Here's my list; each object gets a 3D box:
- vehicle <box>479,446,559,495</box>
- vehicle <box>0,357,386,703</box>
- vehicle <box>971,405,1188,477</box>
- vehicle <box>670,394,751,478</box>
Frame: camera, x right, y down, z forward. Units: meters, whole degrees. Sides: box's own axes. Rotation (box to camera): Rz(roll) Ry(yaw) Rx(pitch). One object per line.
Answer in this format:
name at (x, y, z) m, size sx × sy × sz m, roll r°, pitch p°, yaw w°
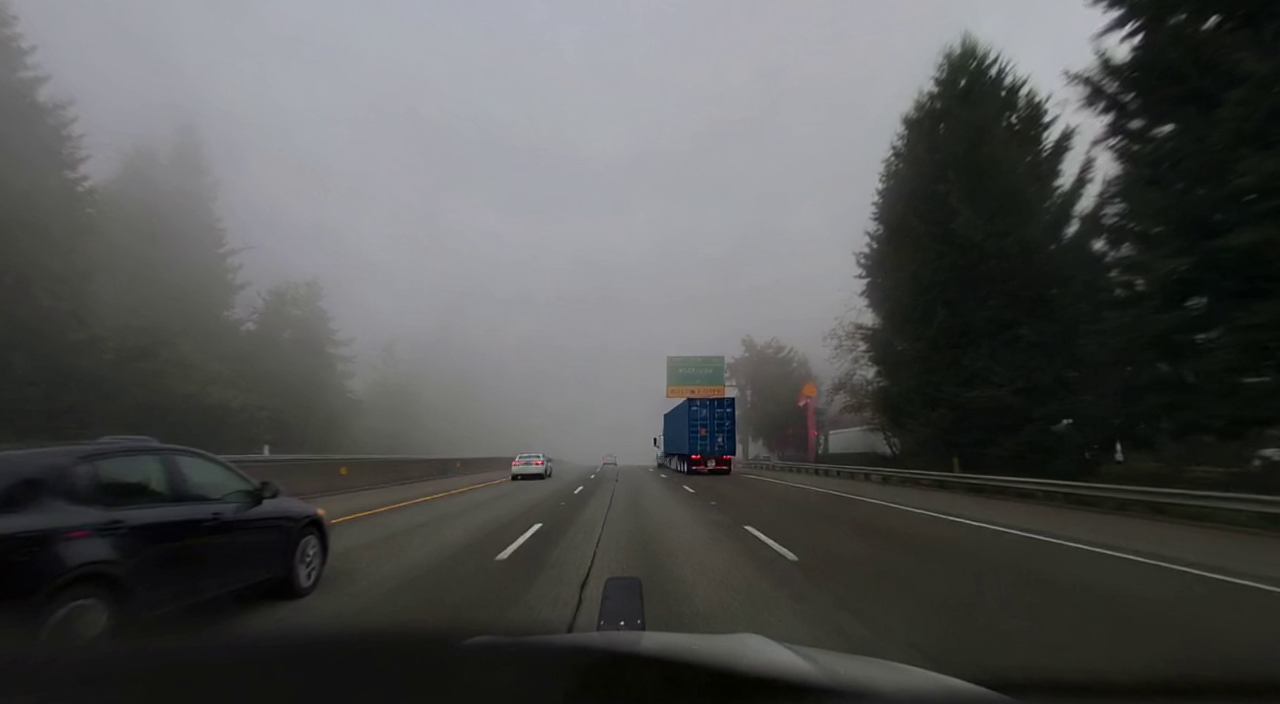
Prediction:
vehicle at (-4.099, 4.058, 21.967) m, size 2.063 × 1.532 × 3.763 m, roll 0°, pitch -9°, yaw -1°
vehicle at (-3.723, 1.044, 3.668) m, size 2.370 × 1.647 × 5.091 m, roll 0°, pitch -9°, yaw 0°
vehicle at (28.552, 6.136, 42.611) m, size 2.986 × 4.013 × 13.935 m, roll 1°, pitch -9°, yaw -9°
vehicle at (3.716, 5.074, 36.959) m, size 2.821 × 4.046 × 12.876 m, roll 0°, pitch -9°, yaw -2°
